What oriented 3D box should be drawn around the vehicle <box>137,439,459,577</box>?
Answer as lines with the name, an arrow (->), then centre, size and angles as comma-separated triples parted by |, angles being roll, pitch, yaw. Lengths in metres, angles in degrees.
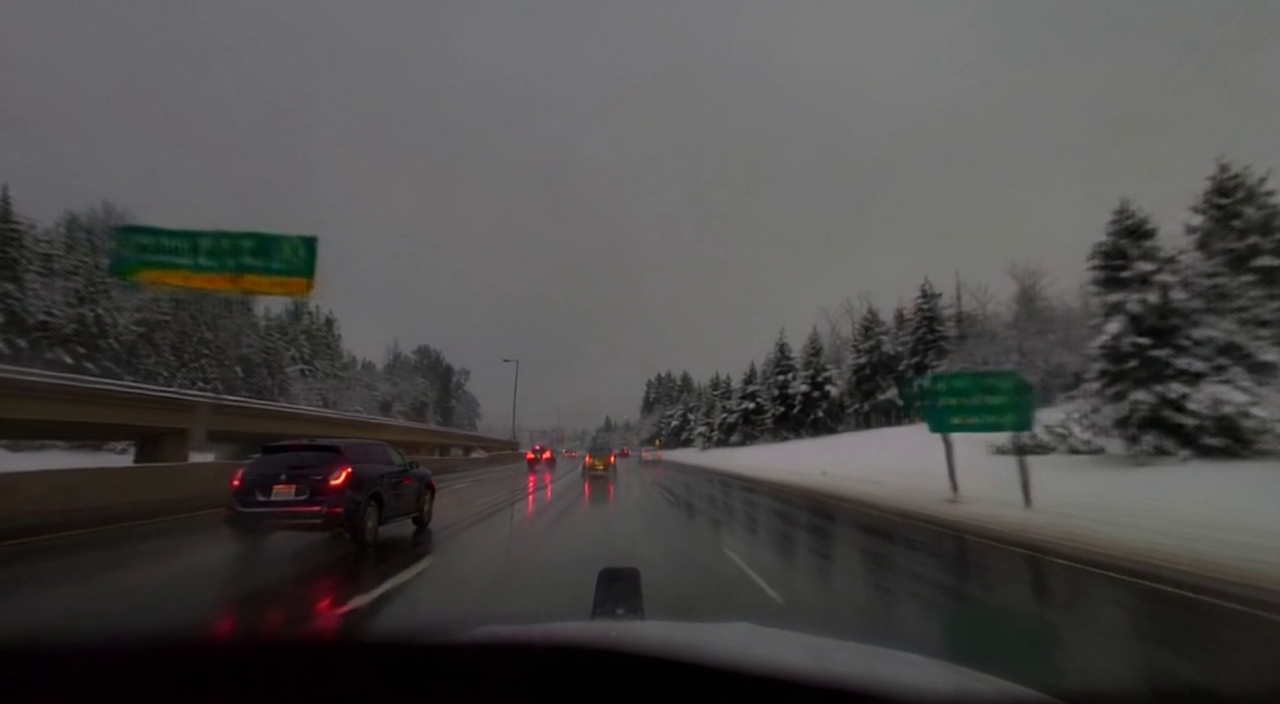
vehicle -> -4.446, 2.077, 9.427 | 2.049, 1.482, 4.981 | 0, -9, 0

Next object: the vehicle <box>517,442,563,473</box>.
vehicle -> -6.072, 6.448, 38.793 | 2.244, 1.755, 4.417 | 0, -9, -2

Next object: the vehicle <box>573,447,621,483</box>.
vehicle -> -1.839, 4.881, 27.715 | 1.947, 1.437, 4.345 | 0, -9, -3

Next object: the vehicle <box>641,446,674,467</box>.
vehicle -> 1.218, 7.713, 46.759 | 2.021, 1.447, 3.985 | 1, -9, -4
